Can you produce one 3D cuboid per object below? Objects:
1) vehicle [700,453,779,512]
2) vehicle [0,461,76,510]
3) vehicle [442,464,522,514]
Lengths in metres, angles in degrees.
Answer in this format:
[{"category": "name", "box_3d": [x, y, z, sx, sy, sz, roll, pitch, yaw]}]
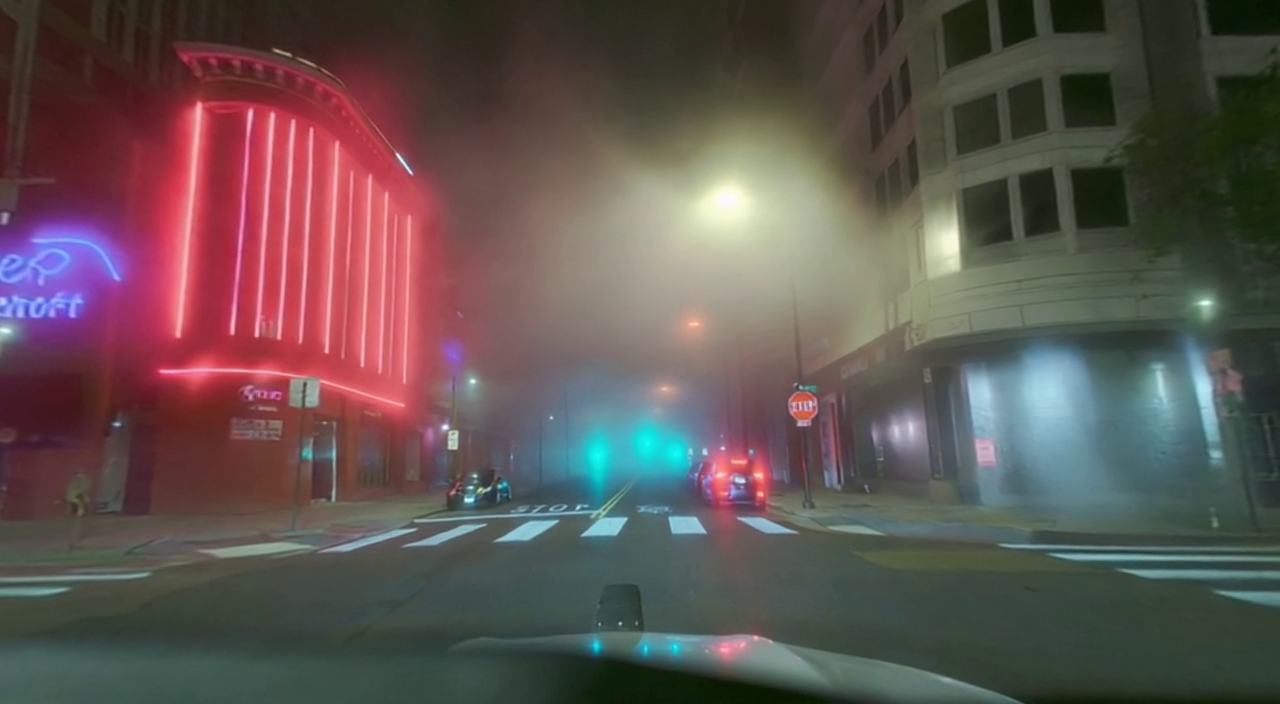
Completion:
[{"category": "vehicle", "box_3d": [3.146, 4.203, 20.894, 1.917, 1.680, 4.500, 0, -9, 1]}, {"category": "vehicle", "box_3d": [-28.165, 5.994, 28.443, 1.665, 1.432, 4.120, 5, -1, 0]}, {"category": "vehicle", "box_3d": [-5.411, 4.723, 22.152, 1.864, 1.447, 3.887, 0, -9, -2]}]
